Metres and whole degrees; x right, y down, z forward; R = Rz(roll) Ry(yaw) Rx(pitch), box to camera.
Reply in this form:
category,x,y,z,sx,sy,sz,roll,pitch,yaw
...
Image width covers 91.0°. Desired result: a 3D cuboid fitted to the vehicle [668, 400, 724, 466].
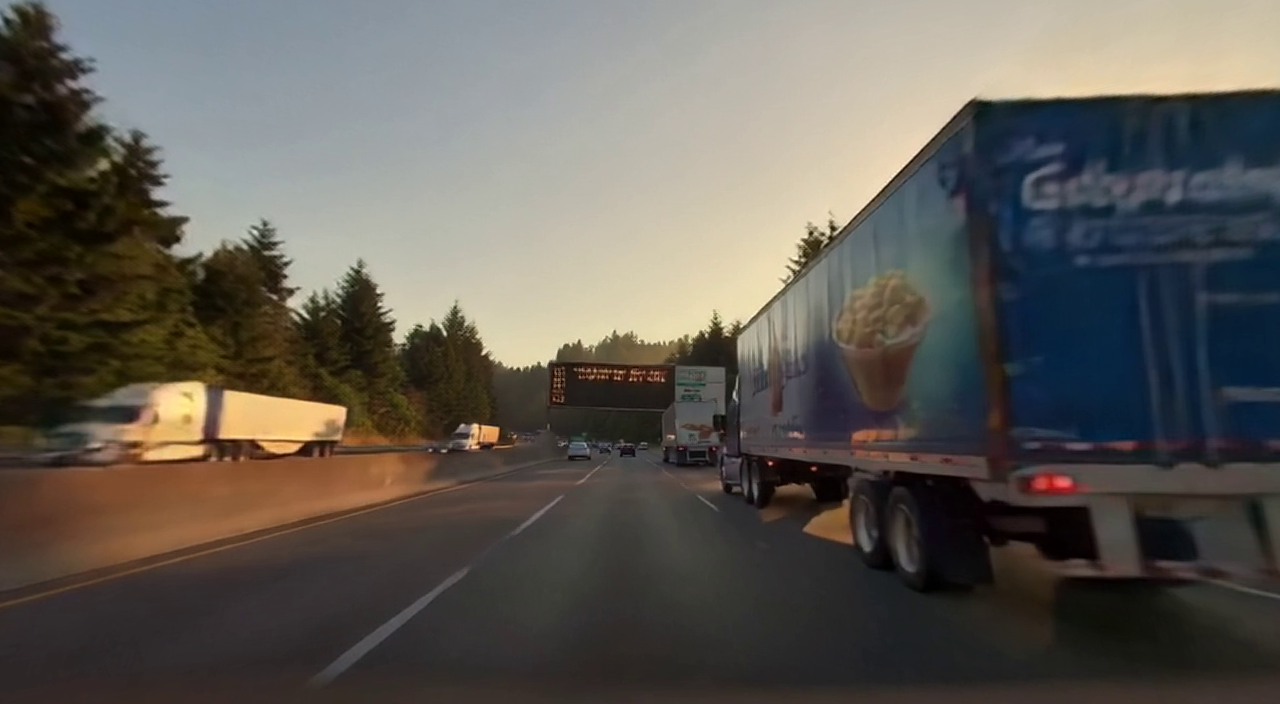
category,x,y,z,sx,sy,sz,roll,pitch,yaw
vehicle,3.679,5.758,43.715,3.085,4.062,8.965,0,-9,0

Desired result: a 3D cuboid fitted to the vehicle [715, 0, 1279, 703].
category,x,y,z,sx,sy,sz,roll,pitch,yaw
vehicle,3.669,0.621,9.550,3.116,3.992,13.748,0,-8,-1

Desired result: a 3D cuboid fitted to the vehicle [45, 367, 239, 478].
category,x,y,z,sx,sy,sz,roll,pitch,yaw
vehicle,-20.358,3.036,26.337,3.025,4.066,6.003,0,-8,-1

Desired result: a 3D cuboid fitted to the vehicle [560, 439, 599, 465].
category,x,y,z,sx,sy,sz,roll,pitch,yaw
vehicle,-3.938,6.631,41.874,2.206,1.644,4.027,0,-8,0
